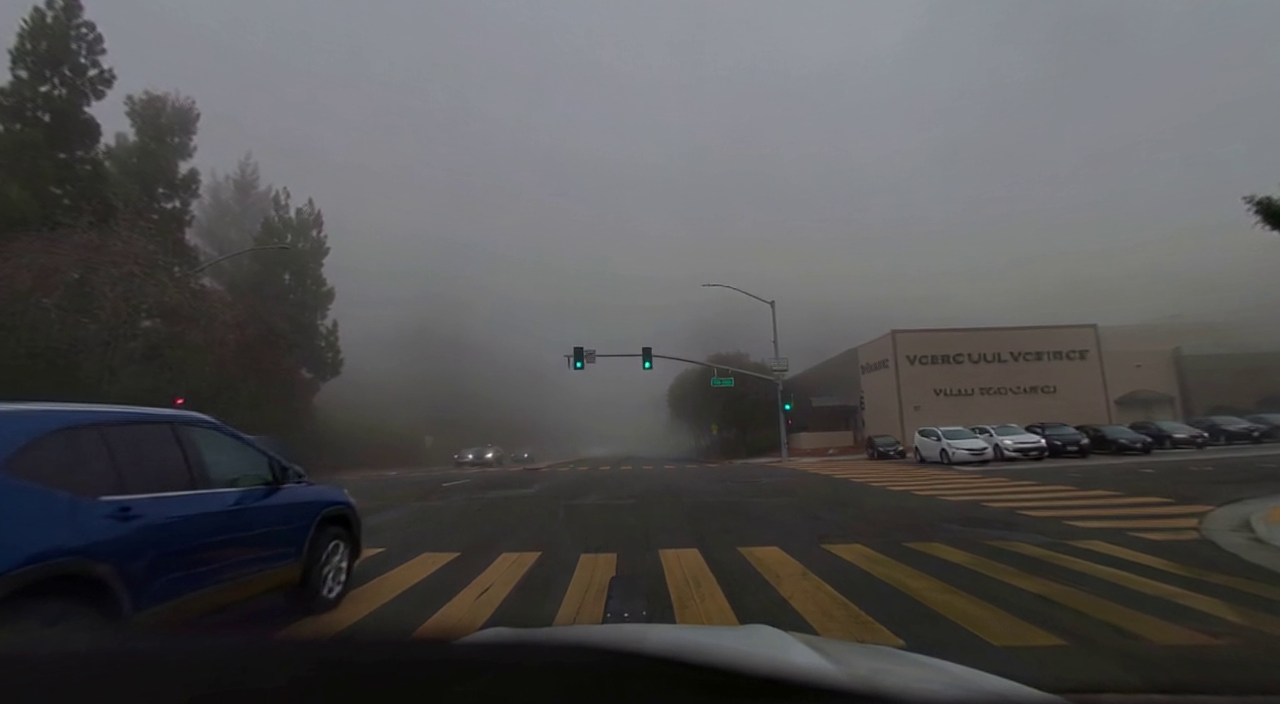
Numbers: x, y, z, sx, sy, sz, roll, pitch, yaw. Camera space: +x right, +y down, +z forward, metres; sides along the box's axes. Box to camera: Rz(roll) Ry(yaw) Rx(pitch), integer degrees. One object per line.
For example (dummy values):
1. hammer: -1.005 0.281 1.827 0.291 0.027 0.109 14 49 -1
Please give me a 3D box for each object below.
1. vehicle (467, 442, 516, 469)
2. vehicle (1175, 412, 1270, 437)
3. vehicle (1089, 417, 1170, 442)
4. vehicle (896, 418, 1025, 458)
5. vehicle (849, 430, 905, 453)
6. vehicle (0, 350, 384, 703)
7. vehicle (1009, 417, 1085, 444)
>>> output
1. vehicle: -9.272 6.481 39.701 2.026 1.616 4.199 0 -8 1
2. vehicle: 38.418 4.816 41.724 1.715 1.480 4.701 0 -8 -1
3. vehicle: 31.345 5.003 40.524 1.823 1.480 4.003 0 -8 -4
4. vehicle: 13.978 3.775 27.677 4.566 1.670 2.000 0 -8 -2
5. vehicle: 17.274 6.545 46.028 3.329 1.415 1.821 -5 -9 2
6. vehicle: -3.404 1.023 3.698 1.934 1.649 4.490 0 -8 0
7. vehicle: 26.312 5.153 40.966 2.011 1.656 4.163 0 -8 -3
